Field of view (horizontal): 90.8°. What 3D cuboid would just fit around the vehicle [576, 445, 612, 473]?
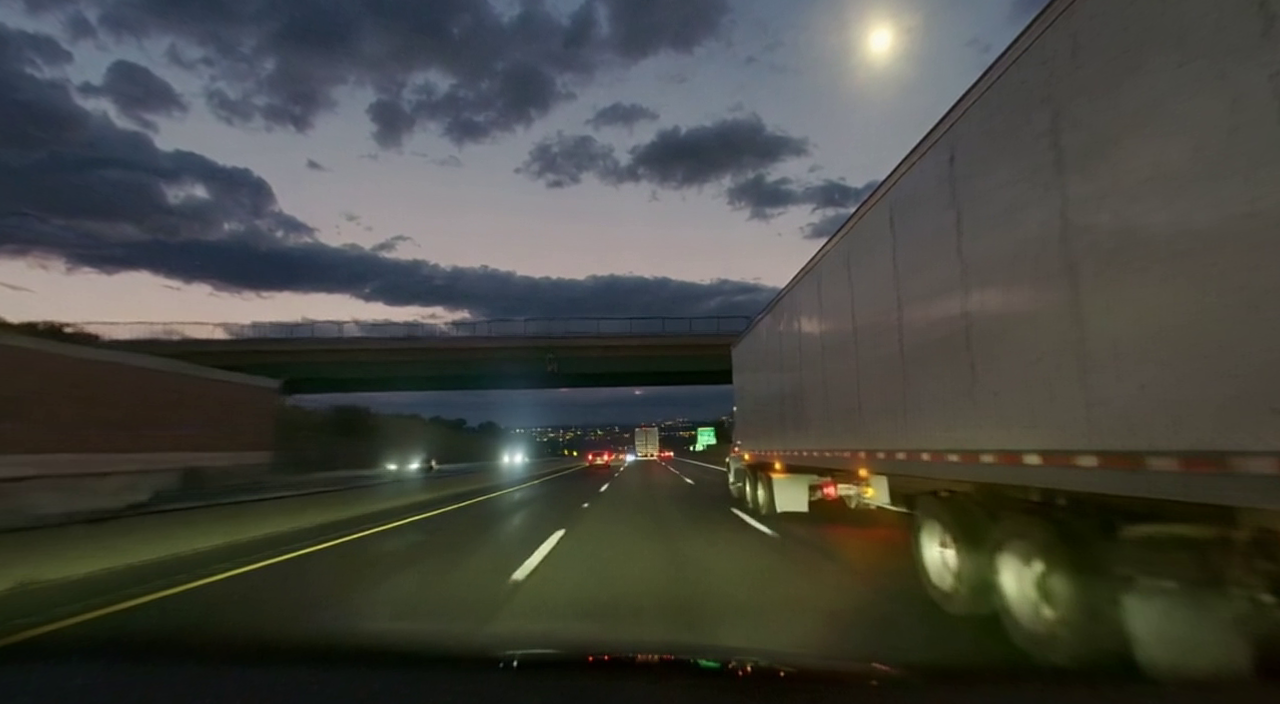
[{"bbox_3d":[-2.933,6.894,40.808,2.007,1.647,3.854,0,-9,0],"label":"vehicle"}]

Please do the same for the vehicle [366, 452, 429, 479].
[{"bbox_3d":[-15.573,7.273,40.825,2.234,1.590,4.641,0,-9,0],"label":"vehicle"}]

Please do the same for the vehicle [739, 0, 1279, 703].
[{"bbox_3d":[4.061,0.436,7.453,3.131,4.037,16.729,0,-9,0],"label":"vehicle"}]
